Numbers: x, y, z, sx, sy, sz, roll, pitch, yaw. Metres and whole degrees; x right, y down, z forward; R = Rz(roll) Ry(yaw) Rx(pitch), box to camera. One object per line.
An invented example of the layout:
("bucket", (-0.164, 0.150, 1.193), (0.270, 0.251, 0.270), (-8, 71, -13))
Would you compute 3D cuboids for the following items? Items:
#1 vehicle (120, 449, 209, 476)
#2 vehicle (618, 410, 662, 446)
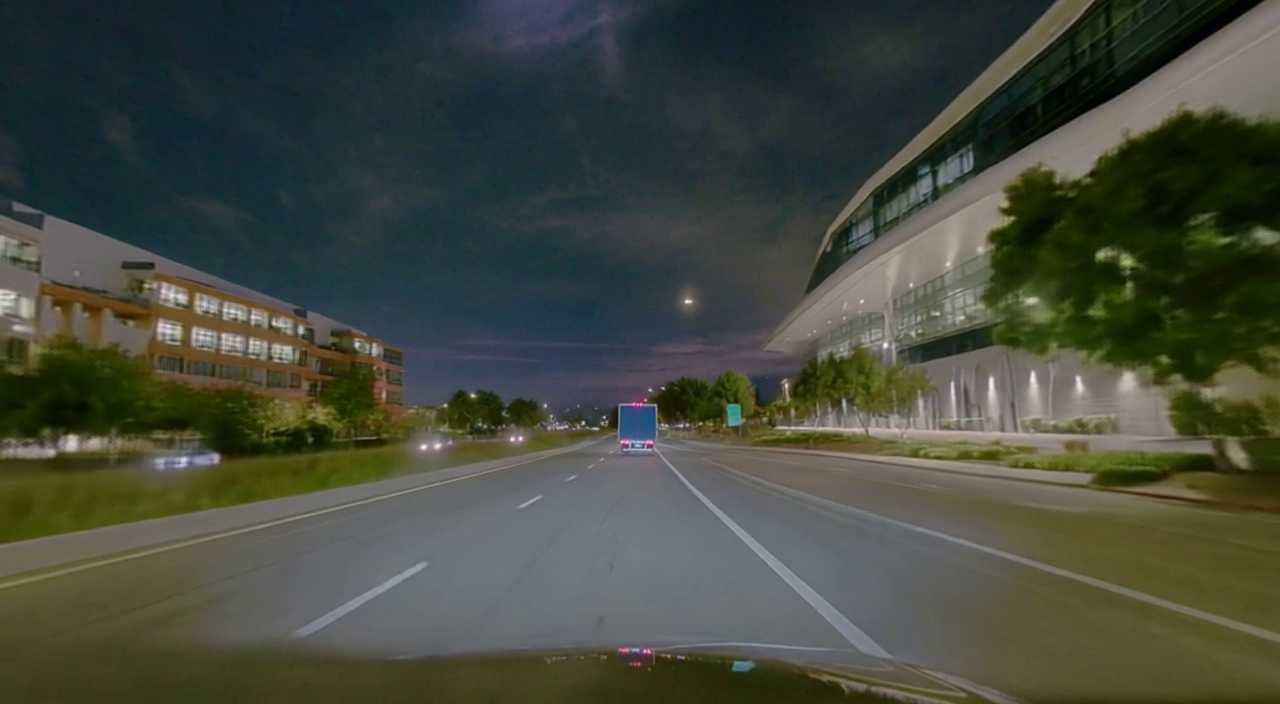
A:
("vehicle", (-33.132, 7.668, 44.239), (2.086, 1.735, 4.876), (-1, -9, 6))
("vehicle", (-0.091, 4.218, 34.510), (2.178, 1.829, 4.932), (0, -9, -2))
